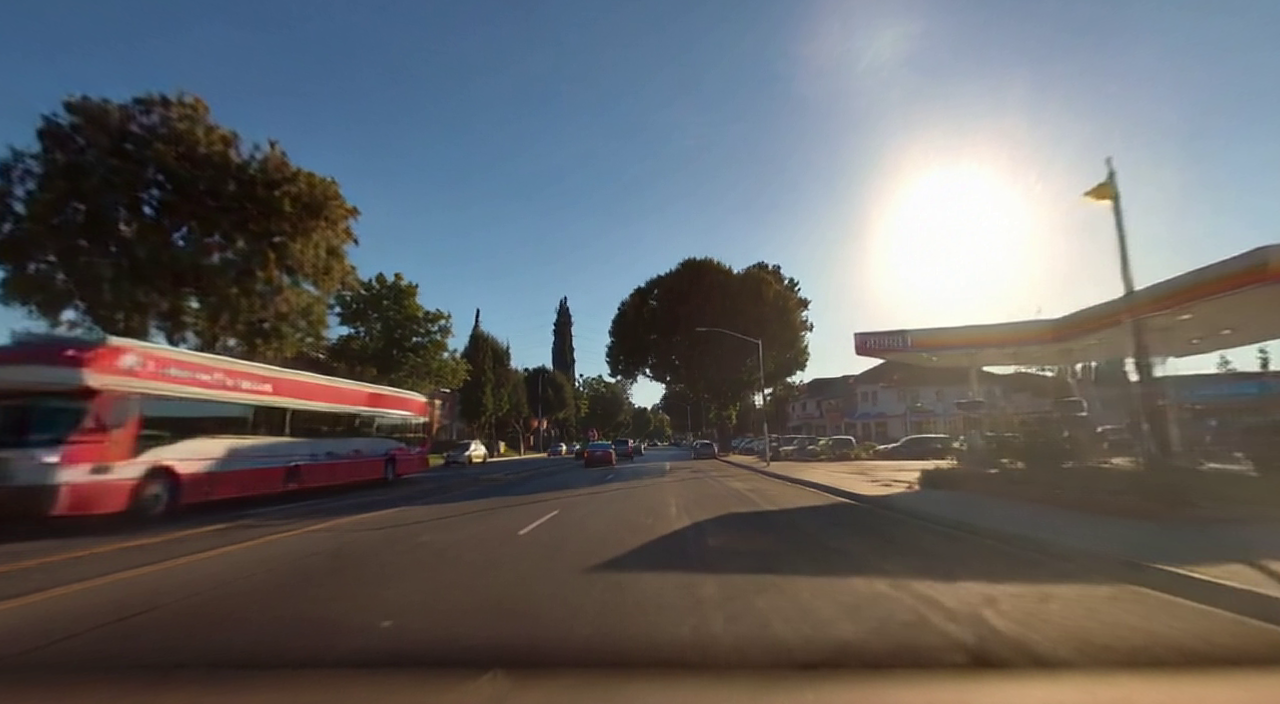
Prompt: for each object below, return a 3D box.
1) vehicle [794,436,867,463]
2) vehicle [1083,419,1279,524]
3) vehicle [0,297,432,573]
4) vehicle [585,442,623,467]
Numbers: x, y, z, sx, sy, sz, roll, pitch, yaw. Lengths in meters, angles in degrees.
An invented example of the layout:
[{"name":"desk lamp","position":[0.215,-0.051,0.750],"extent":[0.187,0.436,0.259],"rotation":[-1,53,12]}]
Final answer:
[{"name":"vehicle","position":[13.133,6.731,43.600],"extent":[4.454,1.776,1.891],"rotation":[0,-8,3]},{"name":"vehicle","position":[10.117,1.967,10.766],"extent":[1.888,1.465,4.727],"rotation":[-1,-9,3]},{"name":"vehicle","position":[-8.475,1.896,14.191],"extent":[3.056,3.289,13.199],"rotation":[-2,-8,1]},{"name":"vehicle","position":[-2.089,6.128,37.731],"extent":[1.959,1.406,4.272],"rotation":[0,-9,1]}]
